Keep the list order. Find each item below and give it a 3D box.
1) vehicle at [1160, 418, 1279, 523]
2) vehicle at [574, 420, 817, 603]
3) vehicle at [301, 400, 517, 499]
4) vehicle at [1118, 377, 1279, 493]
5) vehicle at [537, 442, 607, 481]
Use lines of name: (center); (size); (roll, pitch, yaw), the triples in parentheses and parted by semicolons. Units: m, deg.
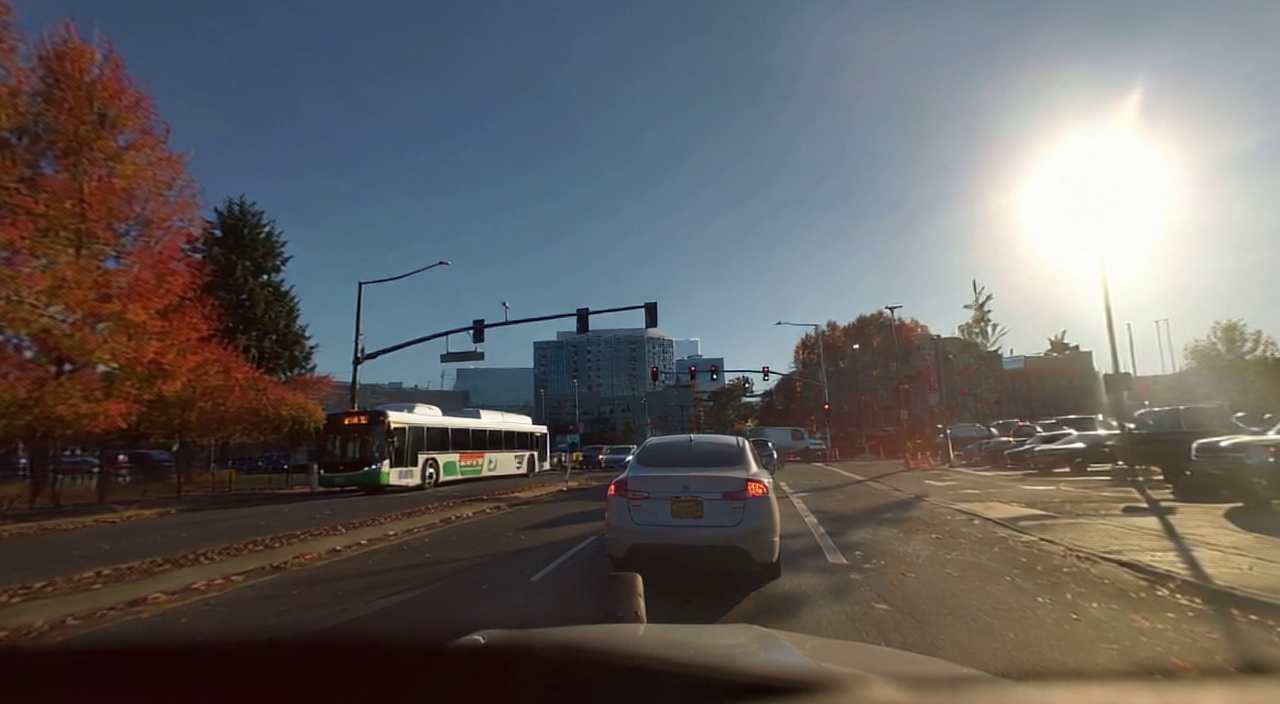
vehicle: (11.418, 1.664, 9.480); (4.894, 1.451, 2.089); (-5, -10, 11)
vehicle: (0.828, 1.676, 7.485); (2.092, 1.507, 4.078); (-2, -9, 11)
vehicle: (-8.820, 4.119, 26.558); (3.189, 3.205, 11.526); (-2, -9, 9)
vehicle: (12.571, 1.586, 11.903); (4.856, 2.020, 2.311); (-2, -9, 12)
vehicle: (-3.212, 5.298, 30.645); (2.263, 1.707, 4.640); (-1, -9, 8)
